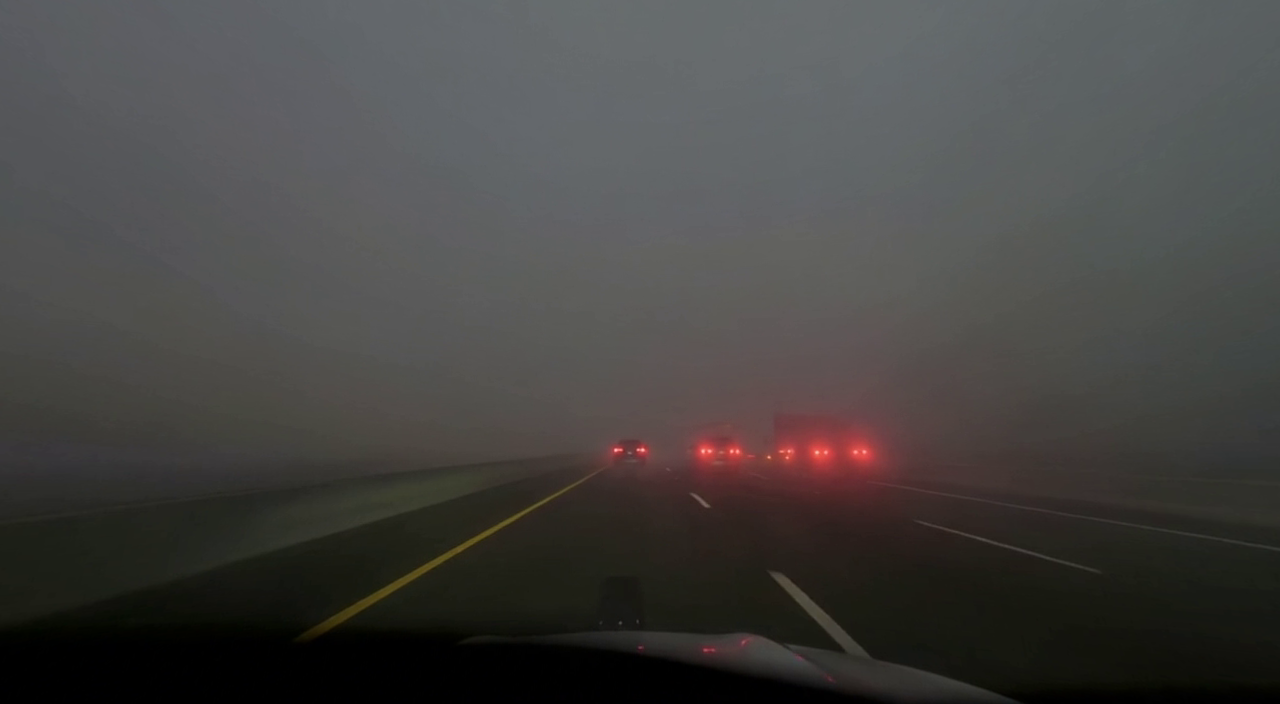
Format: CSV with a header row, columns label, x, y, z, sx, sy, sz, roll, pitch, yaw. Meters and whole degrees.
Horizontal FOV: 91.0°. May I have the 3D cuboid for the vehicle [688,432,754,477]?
label,x,y,z,sx,sy,sz,roll,pitch,yaw
vehicle,3.522,4.595,28.323,2.269,1.839,4.554,1,-9,-1

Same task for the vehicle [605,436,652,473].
label,x,y,z,sx,sy,sz,roll,pitch,yaw
vehicle,-0.476,5.054,31.102,2.142,1.664,4.076,0,-9,1
